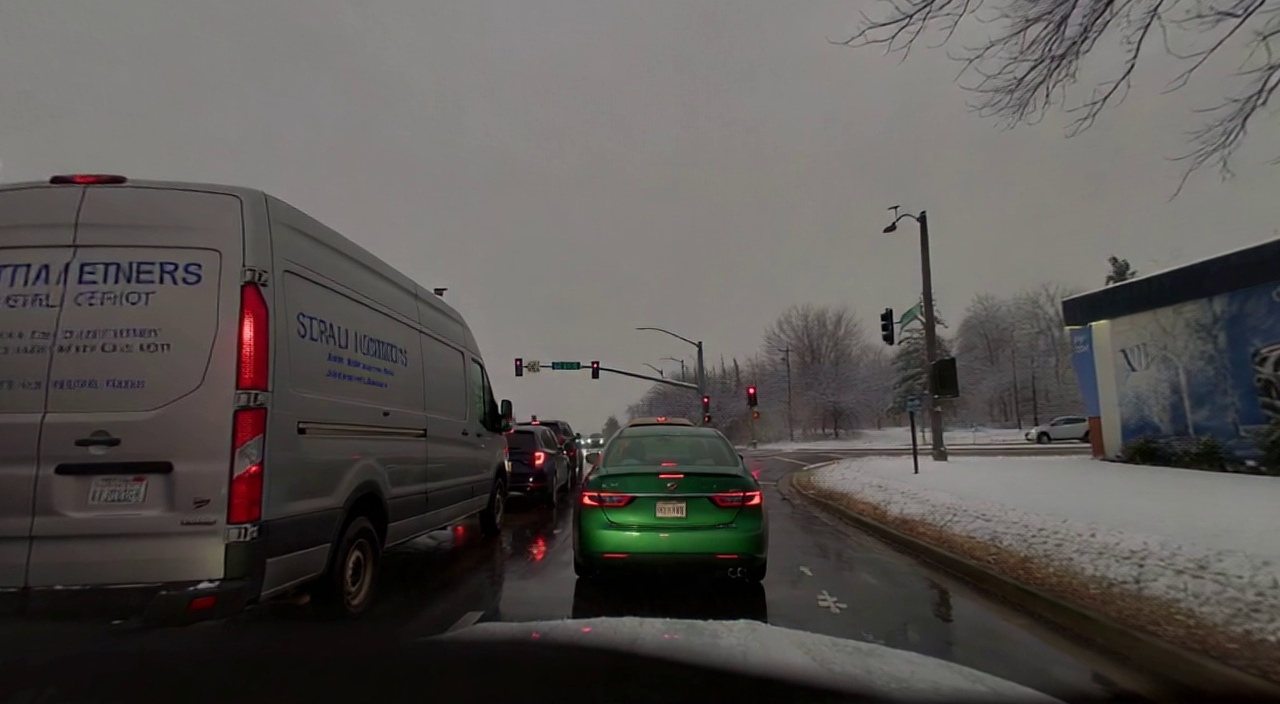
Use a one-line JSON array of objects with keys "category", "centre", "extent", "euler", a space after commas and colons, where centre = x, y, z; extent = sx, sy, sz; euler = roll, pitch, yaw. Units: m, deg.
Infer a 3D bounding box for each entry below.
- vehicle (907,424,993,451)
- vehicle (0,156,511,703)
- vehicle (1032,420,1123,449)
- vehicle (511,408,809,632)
[{"category": "vehicle", "centre": [21.928, 6.096, 44.575], "extent": [5.021, 1.848, 2.210], "euler": [1, -9, -9]}, {"category": "vehicle", "centre": [-3.131, 0.908, 5.850], "extent": [2.555, 3.035, 5.702], "euler": [0, -8, 1]}, {"category": "vehicle", "centre": [32.050, 6.079, 46.167], "extent": [5.084, 2.041, 2.360], "euler": [2, -9, -10]}, {"category": "vehicle", "centre": [0.301, 1.666, 7.299], "extent": [2.398, 1.773, 4.254], "euler": [-1, -8, 4]}]
